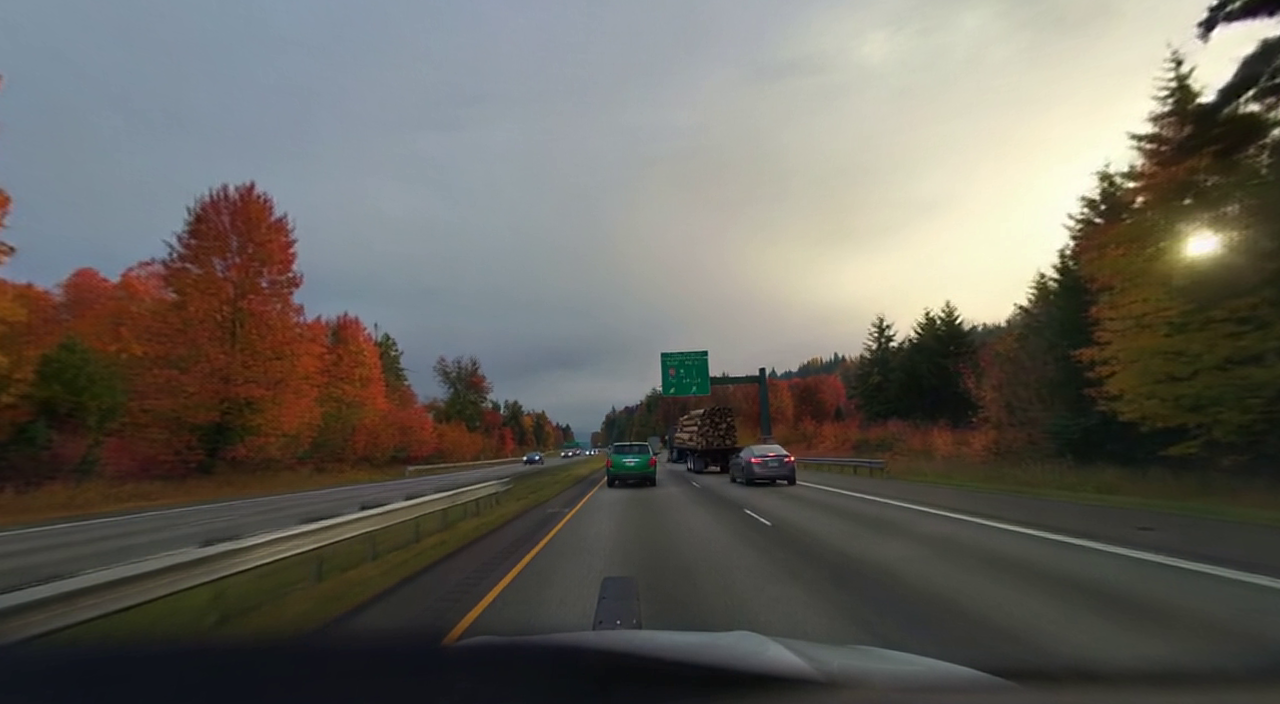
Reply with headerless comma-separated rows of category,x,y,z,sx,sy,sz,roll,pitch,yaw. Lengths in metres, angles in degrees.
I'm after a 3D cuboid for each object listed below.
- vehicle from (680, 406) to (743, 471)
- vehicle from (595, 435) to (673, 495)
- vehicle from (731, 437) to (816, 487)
vehicle,4.616,5.921,42.457,3.125,3.895,8.461,0,-9,-1
vehicle,-0.178,3.624,20.407,2.263,1.699,3.936,-1,-9,0
vehicle,4.861,4.097,23.601,2.057,1.660,4.525,0,-9,-2
